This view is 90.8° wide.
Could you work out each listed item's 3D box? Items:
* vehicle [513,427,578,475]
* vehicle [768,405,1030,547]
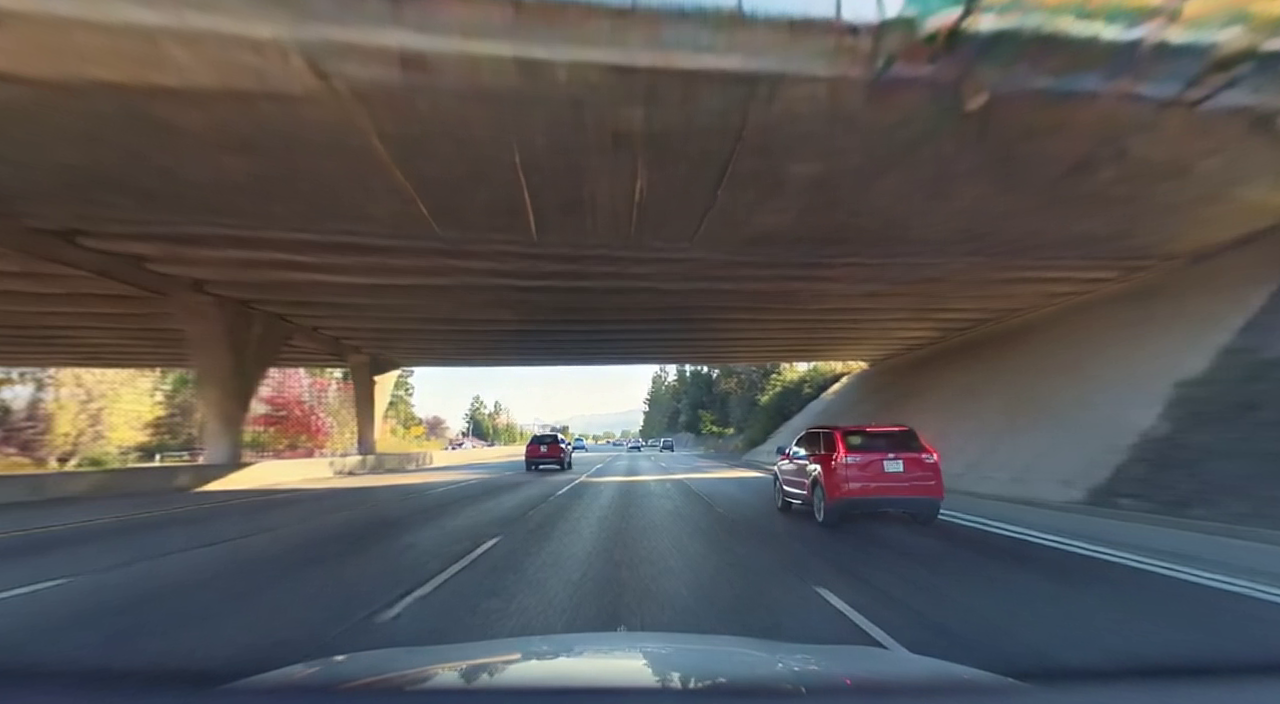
[{"bbox_3d":[-3.934,4.241,27.094,2.018,1.872,4.728,0,-9,0],"label":"vehicle"},{"bbox_3d":[3.706,1.891,10.204,2.185,1.749,4.477,0,-9,-2],"label":"vehicle"}]
